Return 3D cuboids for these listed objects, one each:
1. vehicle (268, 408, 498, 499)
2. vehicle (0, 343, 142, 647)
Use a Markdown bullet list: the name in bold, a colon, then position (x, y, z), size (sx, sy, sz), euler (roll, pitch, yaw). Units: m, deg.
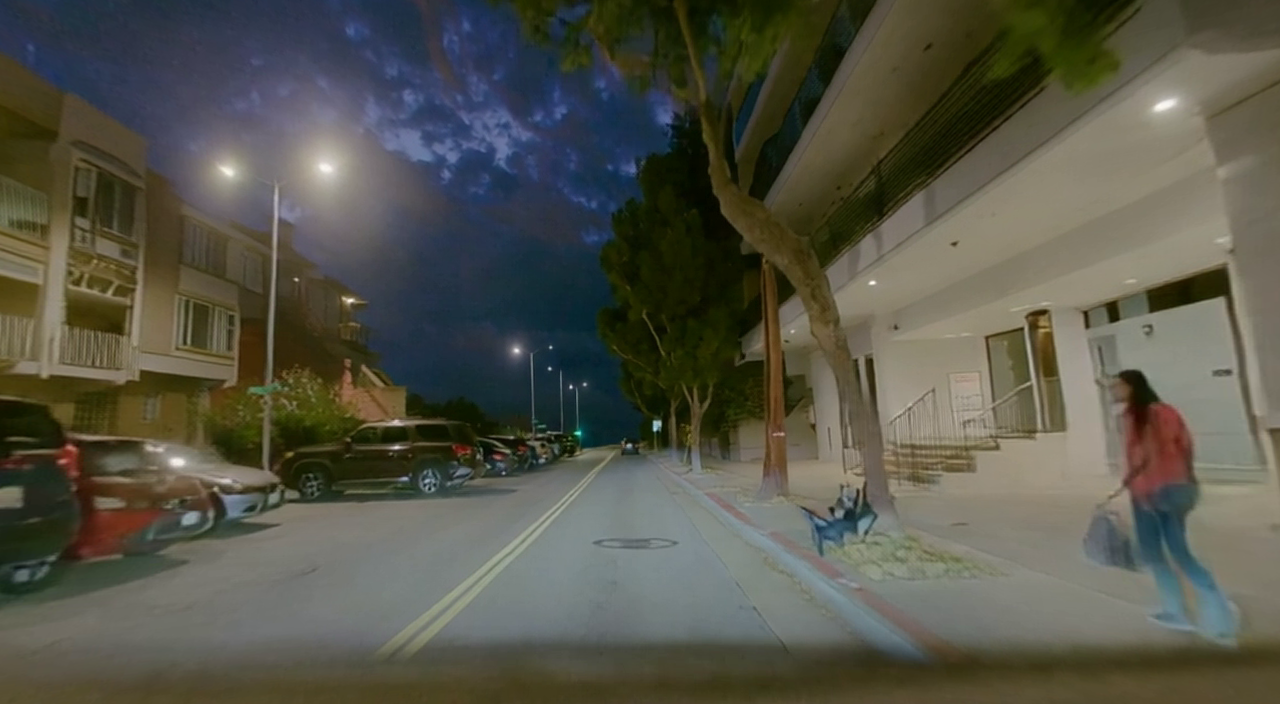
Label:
- **vehicle**: position (-7.263, 2.944, 18.501), size (5.592, 2.439, 2.515), euler (0, -9, -1)
- **vehicle**: position (-7.424, 1.009, 4.386), size (5.824, 2.125, 2.233), euler (0, -9, -3)
